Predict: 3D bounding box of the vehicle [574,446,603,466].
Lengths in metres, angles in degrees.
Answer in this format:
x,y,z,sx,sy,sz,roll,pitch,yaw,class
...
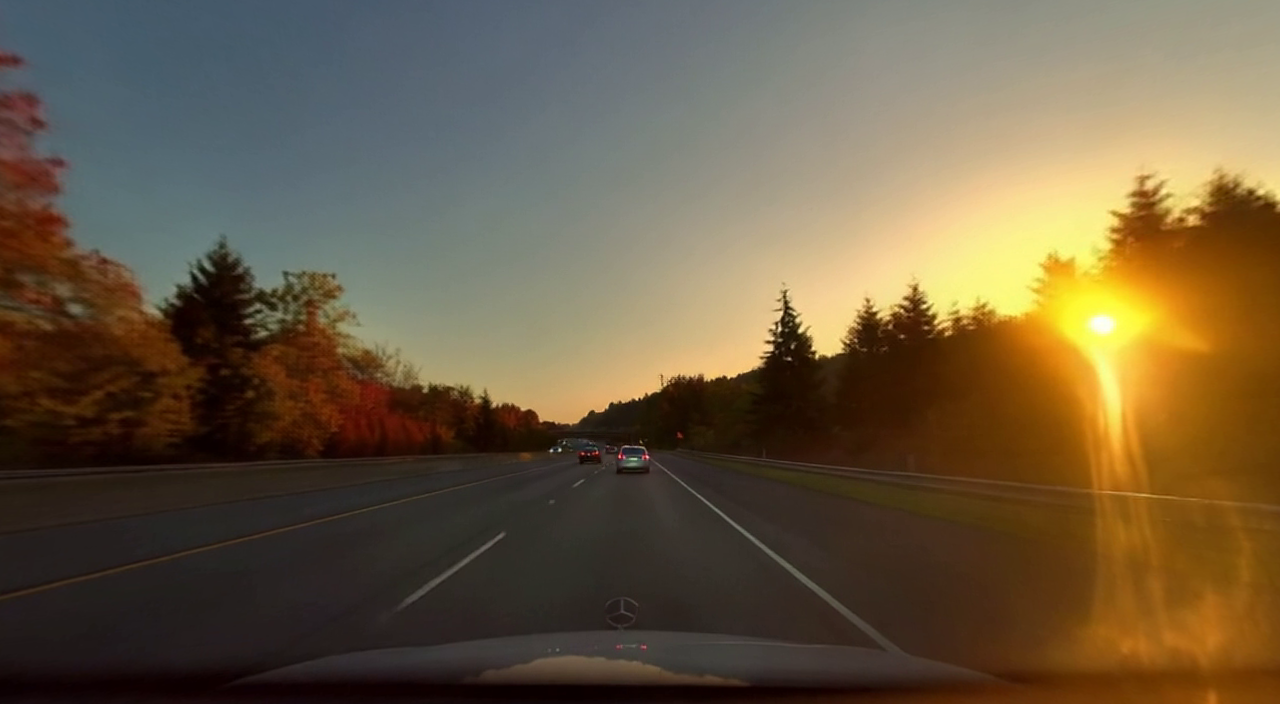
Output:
x,y,z,sx,sy,sz,roll,pitch,yaw,class
-3.919,7.950,48.056,1.994,1.470,3.752,0,-9,-1,vehicle

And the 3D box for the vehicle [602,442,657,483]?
x,y,z,sx,sy,sz,roll,pitch,yaw,class
-0.414,4.432,25.377,2.066,1.490,3.759,0,-9,-1,vehicle
